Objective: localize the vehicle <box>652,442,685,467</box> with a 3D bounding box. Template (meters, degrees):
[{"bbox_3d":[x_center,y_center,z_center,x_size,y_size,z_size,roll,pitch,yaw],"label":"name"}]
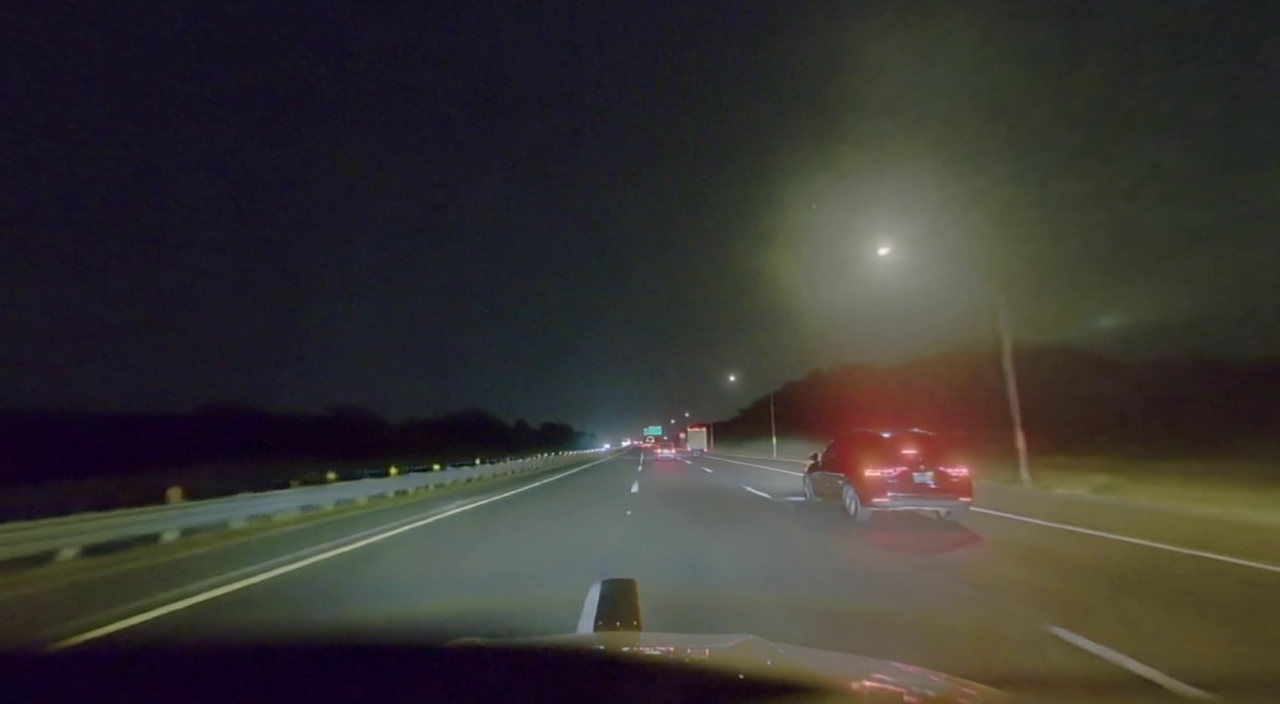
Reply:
[{"bbox_3d":[1.873,6.915,42.416,1.970,1.560,4.182,0,-9,0],"label":"vehicle"}]
